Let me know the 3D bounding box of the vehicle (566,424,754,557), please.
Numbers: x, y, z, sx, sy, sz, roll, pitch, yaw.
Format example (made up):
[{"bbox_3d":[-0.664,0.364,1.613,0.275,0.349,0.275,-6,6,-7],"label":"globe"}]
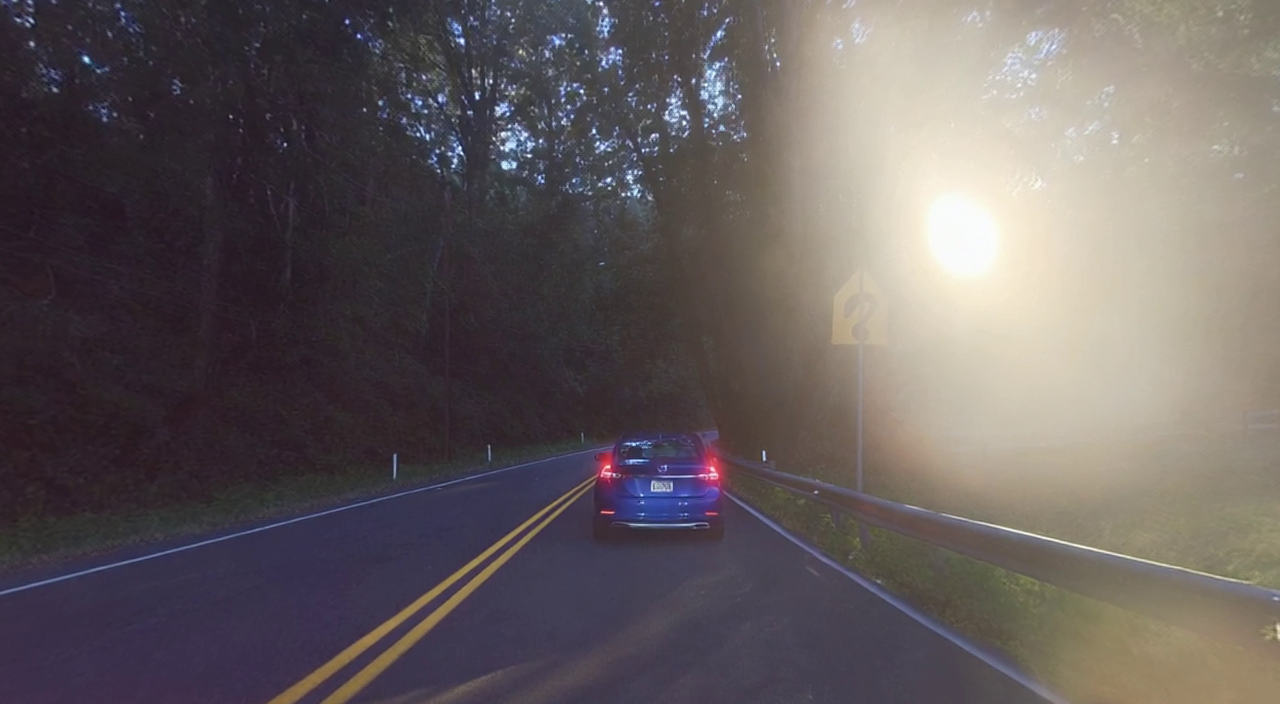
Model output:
[{"bbox_3d":[0.259,1.896,9.282,2.187,1.533,3.726,0,-8,1],"label":"vehicle"}]
